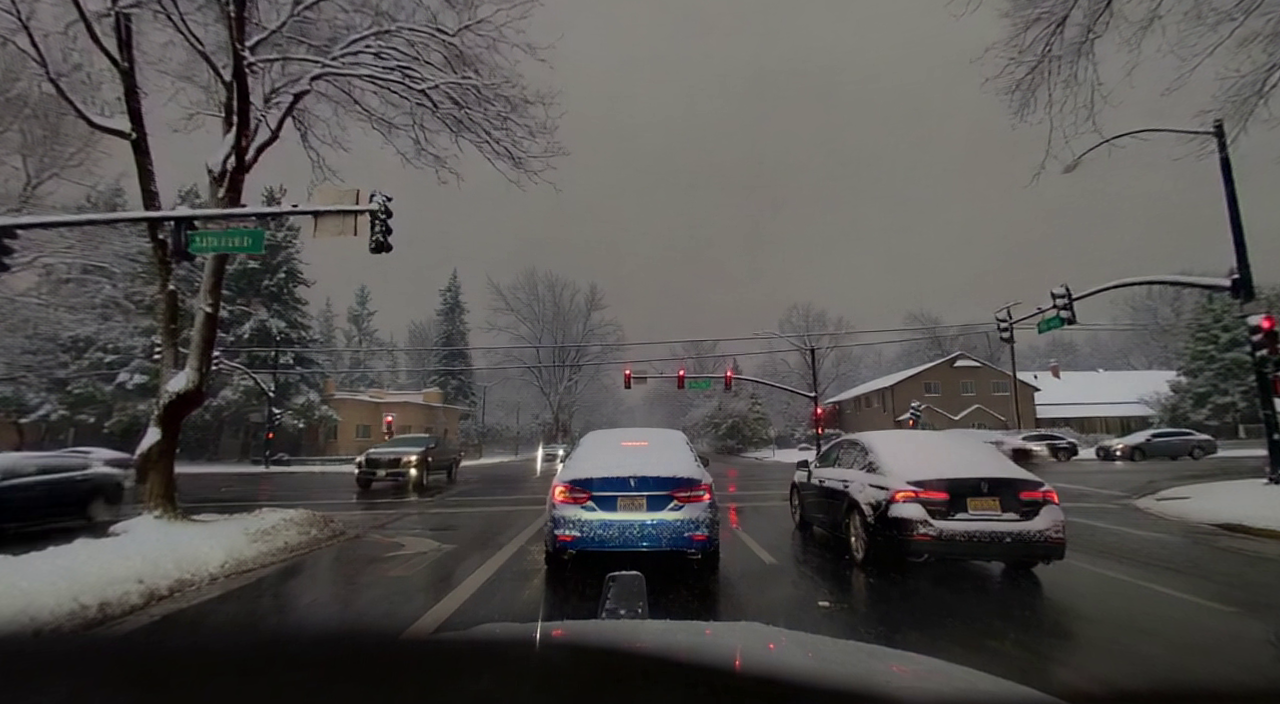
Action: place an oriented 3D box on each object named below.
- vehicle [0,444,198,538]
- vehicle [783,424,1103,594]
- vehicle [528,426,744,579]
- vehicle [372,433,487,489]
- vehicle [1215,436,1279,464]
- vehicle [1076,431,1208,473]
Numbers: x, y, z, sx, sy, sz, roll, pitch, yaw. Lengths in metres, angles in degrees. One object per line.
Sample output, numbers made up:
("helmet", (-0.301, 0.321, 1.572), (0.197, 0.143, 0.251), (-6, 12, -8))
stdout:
("vehicle", (-11.491, 2.562, 12.212), (2.102, 1.531, 5.072), (0, -8, 2))
("vehicle", (3.181, 1.714, 7.766), (1.913, 1.505, 4.097), (0, -8, 0))
("vehicle", (-0.053, 1.779, 8.273), (2.103, 1.478, 4.073), (0, -8, -1))
("vehicle", (-7.476, 3.932, 23.148), (2.383, 1.779, 4.973), (0, -8, 1))
("vehicle", (33.763, 5.192, 33.632), (4.489, 1.432, 1.790), (0, -9, 0))
("vehicle", (23.985, 4.782, 30.307), (4.520, 1.762, 2.005), (-1, -8, -1))
